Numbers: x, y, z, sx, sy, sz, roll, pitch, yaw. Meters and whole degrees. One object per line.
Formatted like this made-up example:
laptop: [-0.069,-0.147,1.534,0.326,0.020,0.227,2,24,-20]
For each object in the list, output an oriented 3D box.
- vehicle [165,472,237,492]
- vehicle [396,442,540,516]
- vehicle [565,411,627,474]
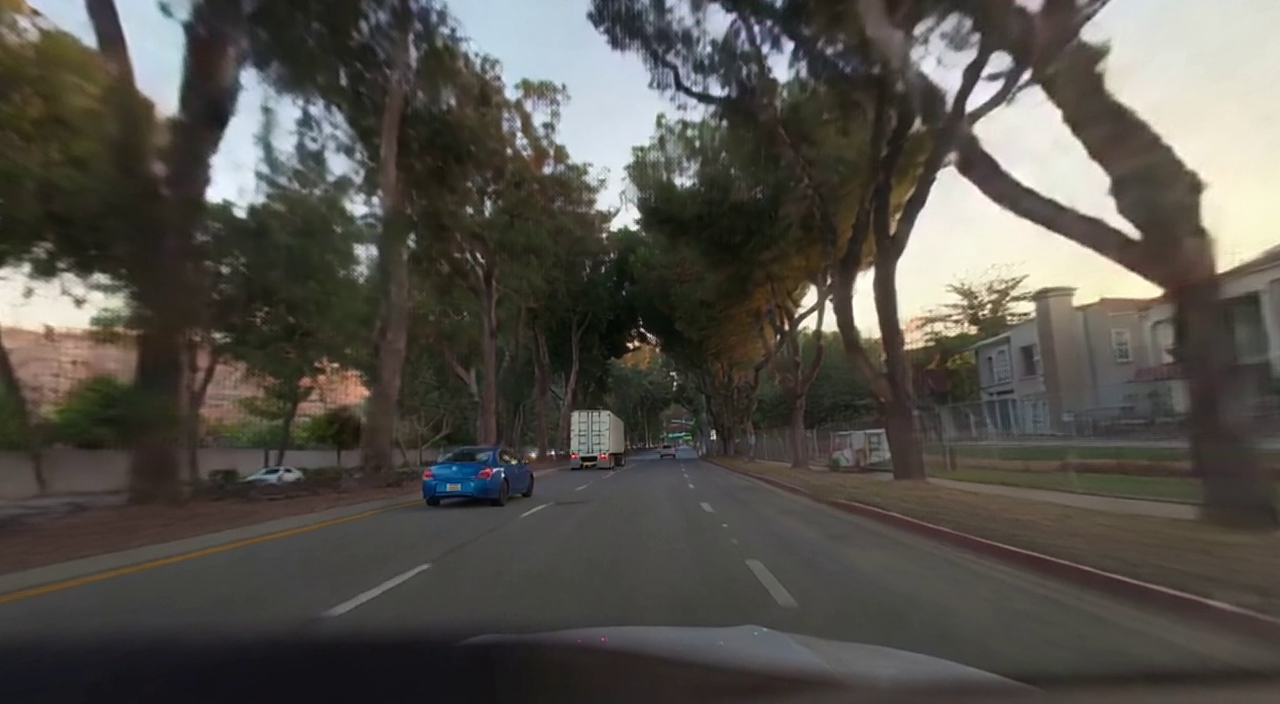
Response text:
vehicle: [-33.724,9.988,48.516,3.992,1.467,2.092,-1,-11,4]
vehicle: [-3.815,2.879,14.869,2.005,1.462,4.345,-1,-9,2]
vehicle: [-2.424,5.452,37.787,2.746,3.276,8.572,-1,-9,2]
